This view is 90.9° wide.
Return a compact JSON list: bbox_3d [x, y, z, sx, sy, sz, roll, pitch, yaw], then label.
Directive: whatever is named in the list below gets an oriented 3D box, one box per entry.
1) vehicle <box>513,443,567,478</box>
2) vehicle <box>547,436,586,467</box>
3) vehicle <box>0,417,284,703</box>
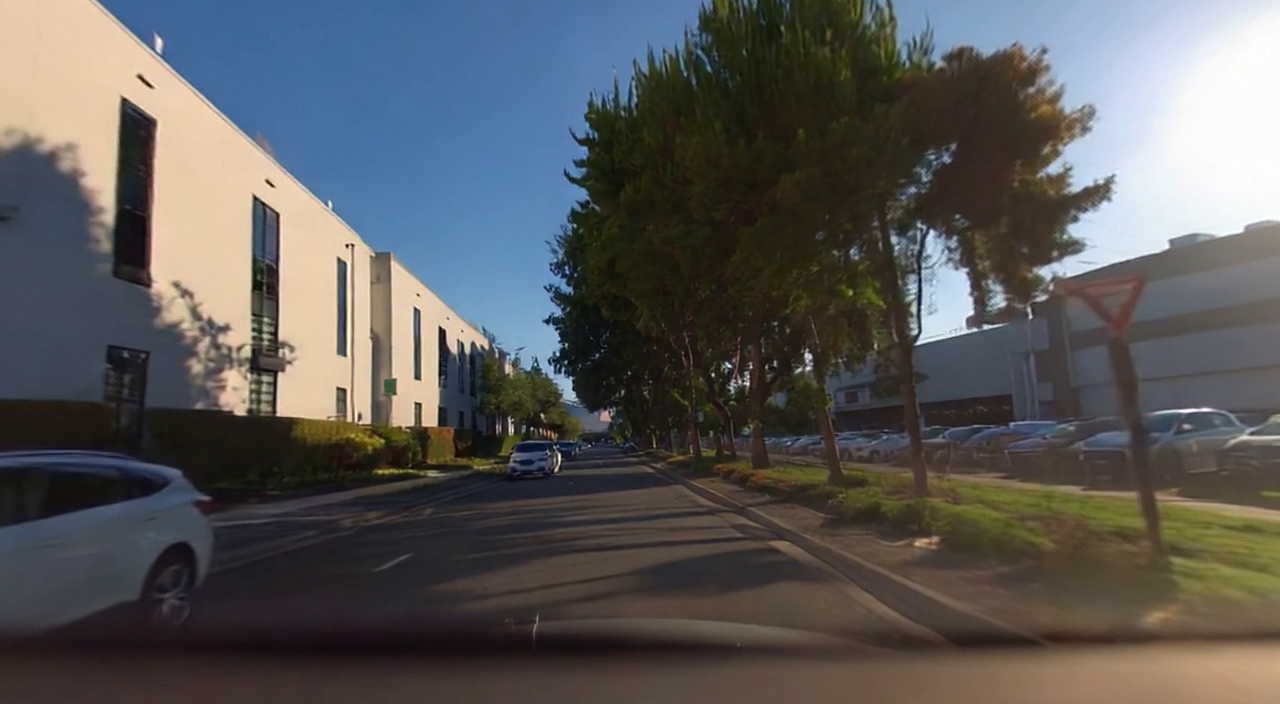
[{"bbox_3d":[-5.003,5.486,32.107,2.040,1.501,4.440,-4,-9,-2],"label":"vehicle"},{"bbox_3d":[-5.077,7.014,44.132,2.161,1.843,5.181,-4,-10,-2],"label":"vehicle"},{"bbox_3d":[-4.121,1.219,3.526,1.912,1.628,4.233,-1,-8,-3],"label":"vehicle"}]
